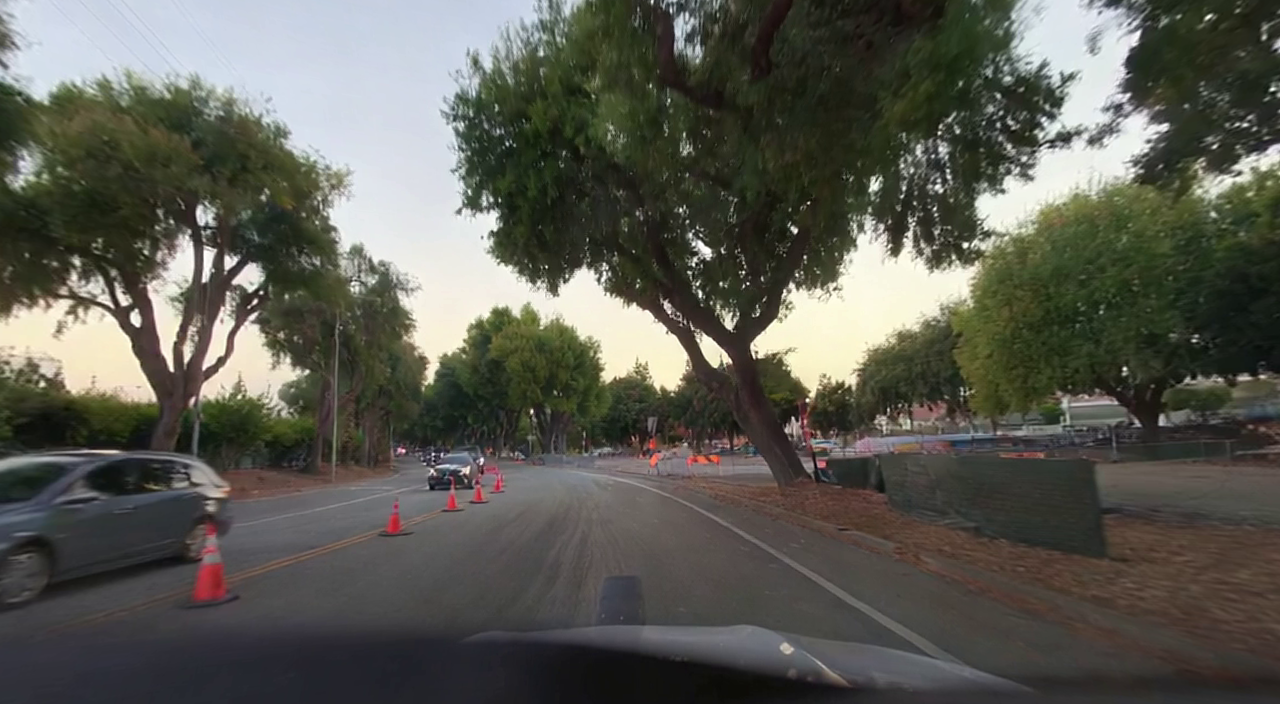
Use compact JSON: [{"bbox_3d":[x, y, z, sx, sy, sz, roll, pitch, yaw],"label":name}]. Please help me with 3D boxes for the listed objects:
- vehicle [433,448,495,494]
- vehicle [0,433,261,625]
[{"bbox_3d":[-7.804,5.264,28.436,2.019,1.840,4.437,0,-9,-7],"label":"vehicle"},{"bbox_3d":[-6.860,1.923,7.646,1.943,1.745,4.115,-1,-9,0],"label":"vehicle"}]
